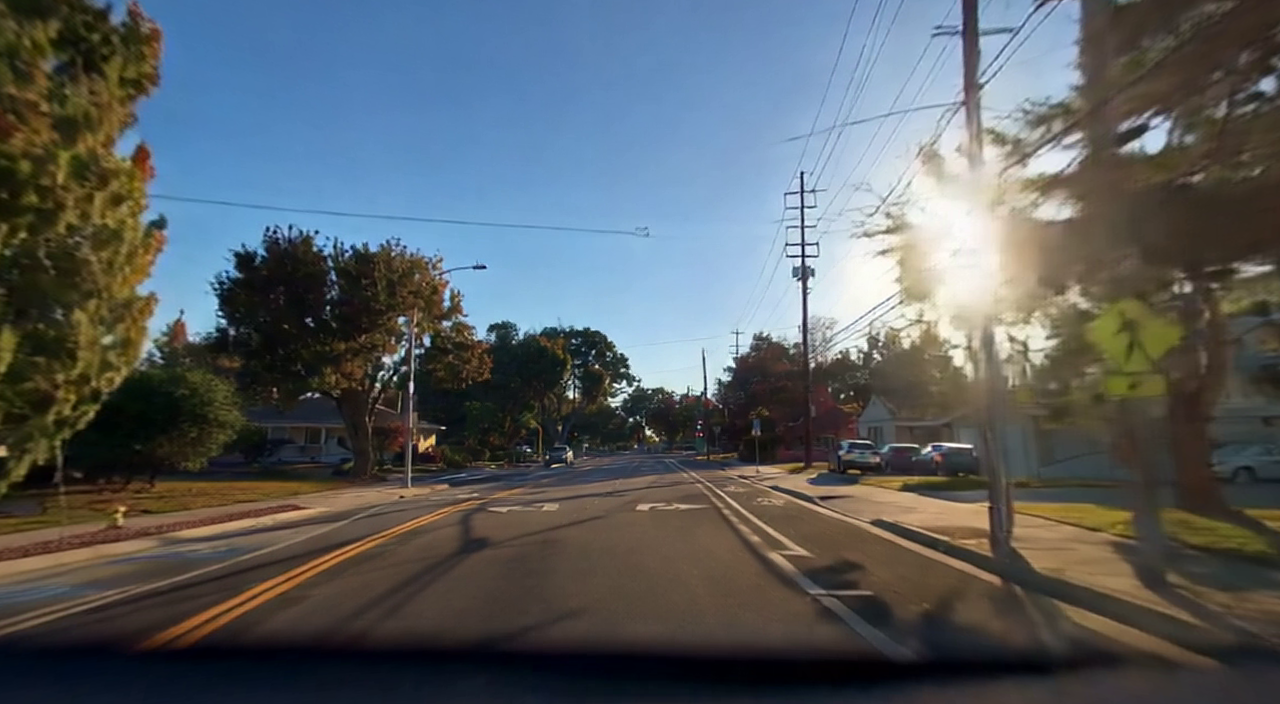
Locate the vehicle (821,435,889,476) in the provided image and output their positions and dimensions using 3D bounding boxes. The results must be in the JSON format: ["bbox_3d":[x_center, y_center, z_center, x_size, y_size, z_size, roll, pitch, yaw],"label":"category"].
[{"bbox_3d":[10.916,5.287,32.310,1.912,1.953,4.651,0,-9,1],"label":"vehicle"}]

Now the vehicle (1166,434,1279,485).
[{"bbox_3d":[21.528,3.727,22.095,3.943,1.664,2.391,-1,-8,0],"label":"vehicle"}]

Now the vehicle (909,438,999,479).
[{"bbox_3d":[14.131,4.825,28.669,1.935,1.683,4.669,0,-9,3],"label":"vehicle"}]
